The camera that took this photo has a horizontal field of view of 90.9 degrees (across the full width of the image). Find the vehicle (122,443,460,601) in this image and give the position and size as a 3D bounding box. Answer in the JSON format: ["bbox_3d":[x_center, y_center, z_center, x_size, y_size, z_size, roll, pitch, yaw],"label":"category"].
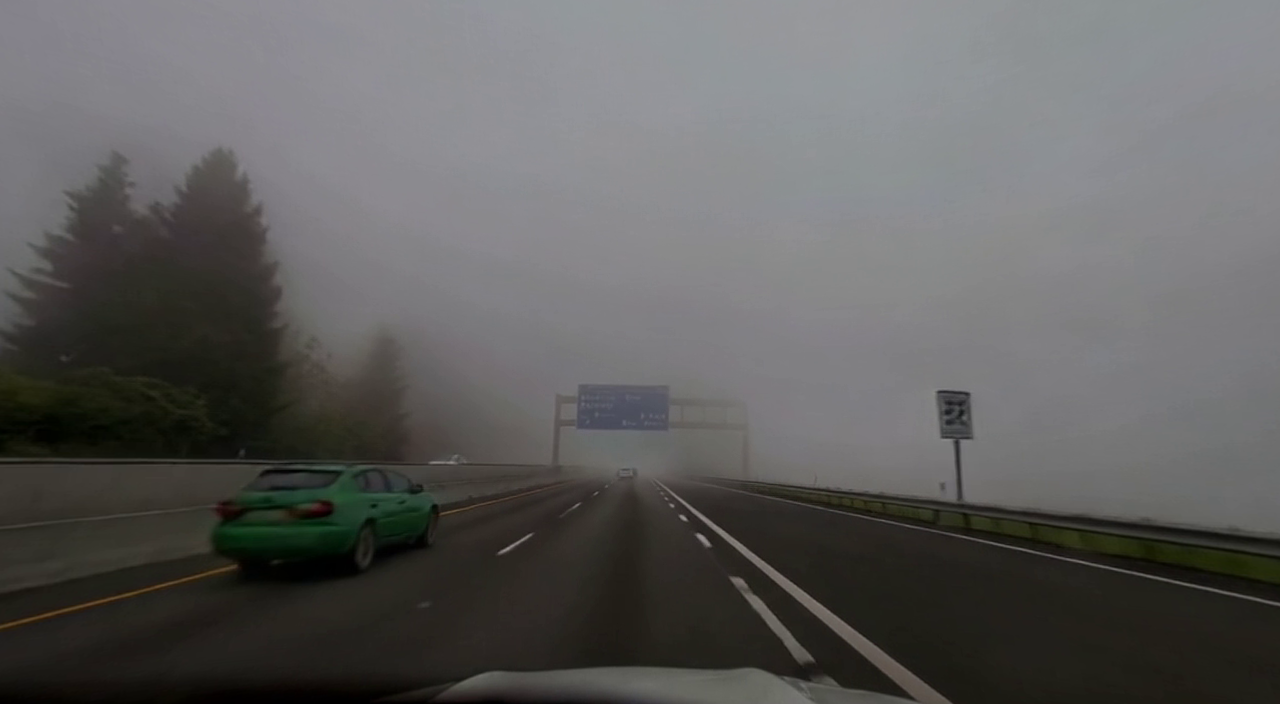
[{"bbox_3d":[-3.938,2.006,8.132,2.006,1.469,4.050,1,-10,0],"label":"vehicle"}]
